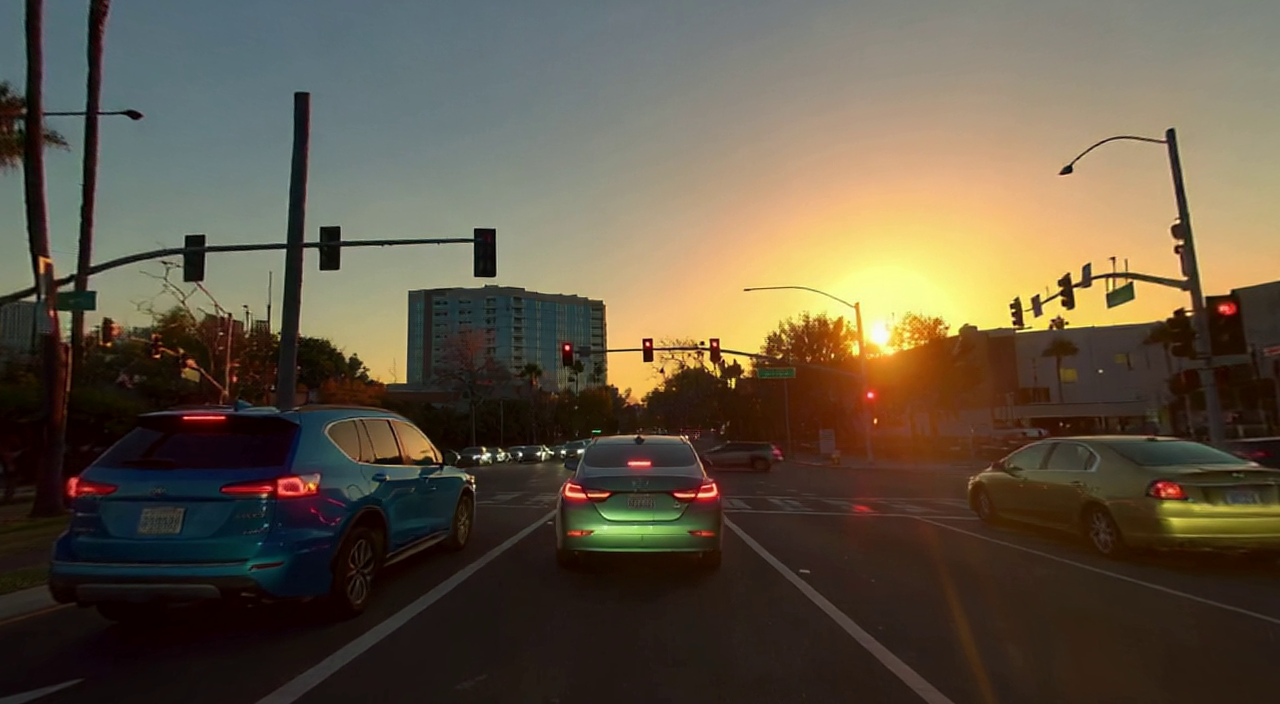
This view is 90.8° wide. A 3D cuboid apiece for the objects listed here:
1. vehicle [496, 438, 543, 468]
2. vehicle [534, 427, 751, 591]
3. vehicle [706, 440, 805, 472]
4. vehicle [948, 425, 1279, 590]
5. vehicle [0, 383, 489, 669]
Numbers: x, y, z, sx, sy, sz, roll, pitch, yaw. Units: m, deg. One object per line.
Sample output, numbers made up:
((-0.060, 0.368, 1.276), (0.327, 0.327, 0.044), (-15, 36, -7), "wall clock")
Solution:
((-7.937, 6.698, 42.041), (2.130, 1.810, 4.450), (-2, -8, 1), "vehicle")
((-0.004, 1.705, 7.718), (1.942, 1.445, 3.973), (0, -8, -1), "vehicle")
((5.823, 5.299, 32.262), (4.705, 1.560, 1.887), (0, -8, 0), "vehicle")
((6.087, 1.760, 8.096), (1.970, 1.489, 4.482), (0, -8, -1), "vehicle")
((-3.100, 1.363, 6.071), (2.051, 1.682, 4.467), (0, -8, 2), "vehicle")
